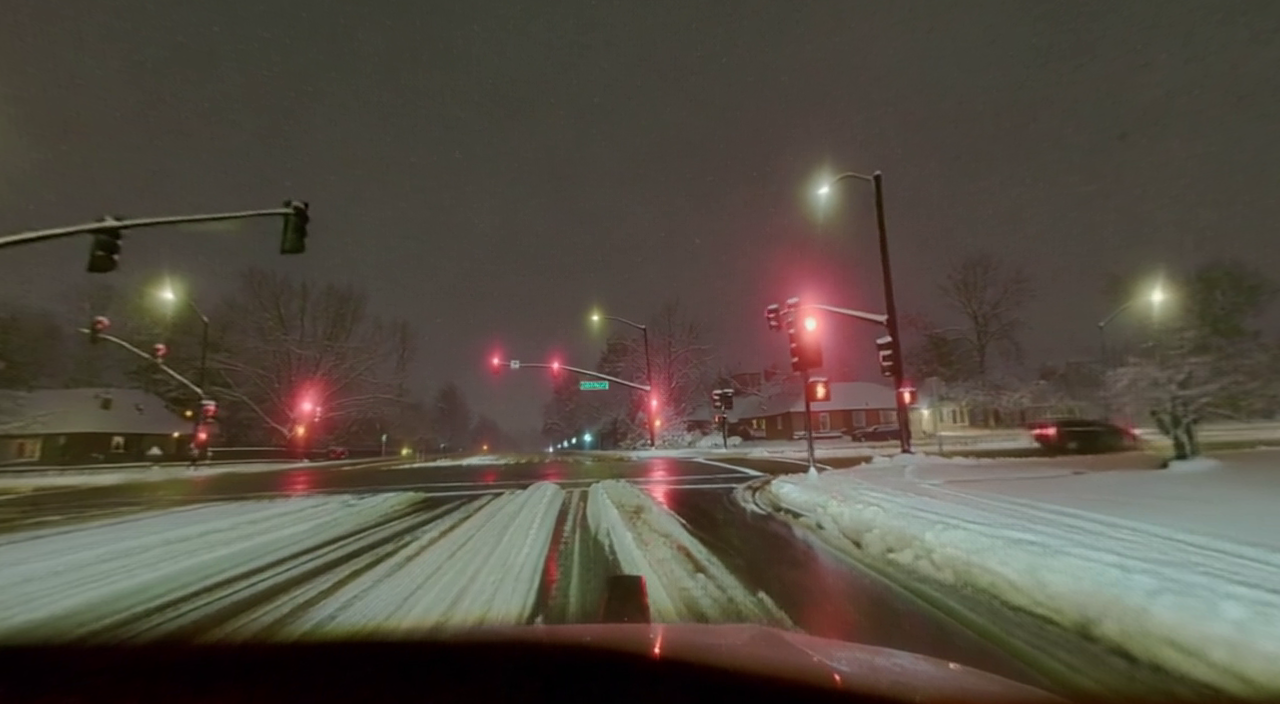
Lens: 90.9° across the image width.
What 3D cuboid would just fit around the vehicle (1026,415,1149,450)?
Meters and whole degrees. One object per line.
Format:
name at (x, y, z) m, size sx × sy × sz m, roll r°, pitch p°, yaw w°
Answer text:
vehicle at (21.567, 3.863, 30.462) m, size 4.759 × 1.461 × 1.788 m, roll -1°, pitch -7°, yaw -6°

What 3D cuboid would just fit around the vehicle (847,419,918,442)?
vehicle at (18.692, 6.064, 48.684) m, size 4.681 × 1.712 × 1.976 m, roll 0°, pitch -8°, yaw -4°
